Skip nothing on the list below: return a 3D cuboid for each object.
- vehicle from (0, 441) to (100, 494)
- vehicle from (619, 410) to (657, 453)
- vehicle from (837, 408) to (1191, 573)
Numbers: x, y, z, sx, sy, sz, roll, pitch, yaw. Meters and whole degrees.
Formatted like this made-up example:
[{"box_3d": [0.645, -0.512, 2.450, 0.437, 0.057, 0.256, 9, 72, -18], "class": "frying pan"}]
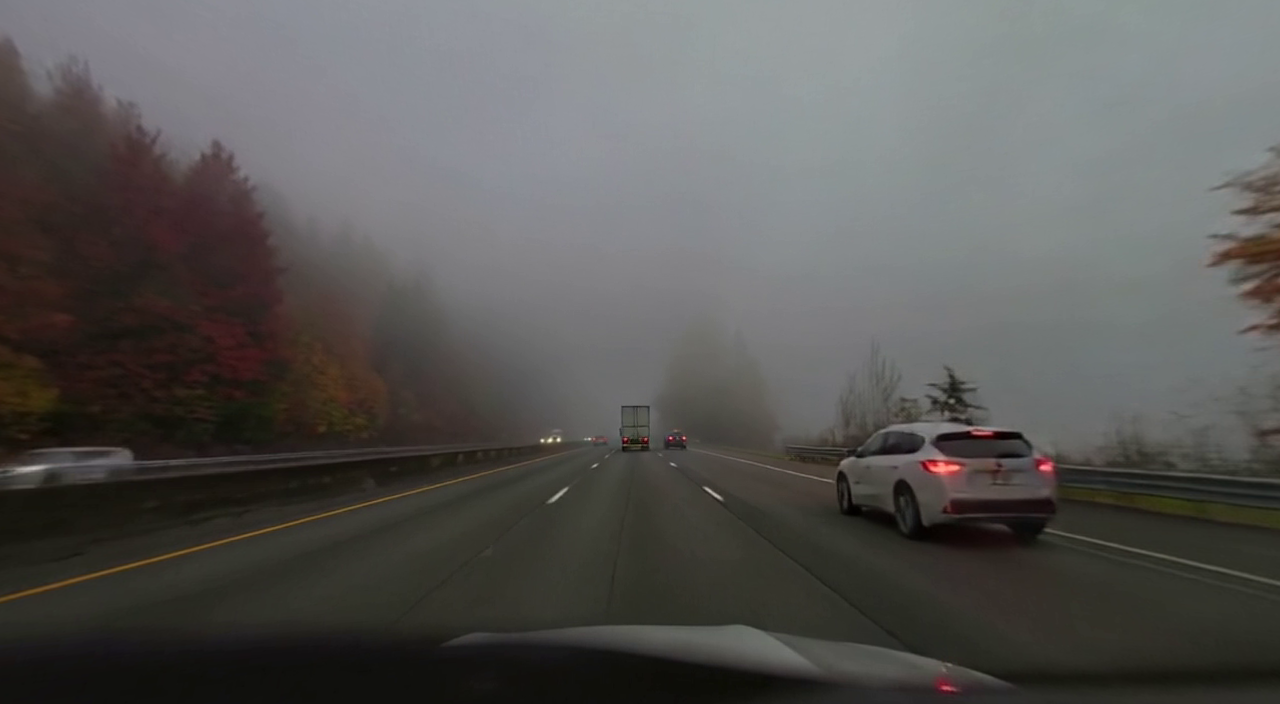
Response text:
[{"box_3d": [-20.612, 3.705, 20.360, 1.998, 1.584, 4.752, 0, -8, 0], "class": "vehicle"}, {"box_3d": [-0.276, 5.976, 47.214, 2.631, 2.957, 6.512, 0, -8, -2], "class": "vehicle"}, {"box_3d": [4.091, 1.549, 7.838, 1.882, 1.492, 3.958, 0, -8, -2], "class": "vehicle"}]
